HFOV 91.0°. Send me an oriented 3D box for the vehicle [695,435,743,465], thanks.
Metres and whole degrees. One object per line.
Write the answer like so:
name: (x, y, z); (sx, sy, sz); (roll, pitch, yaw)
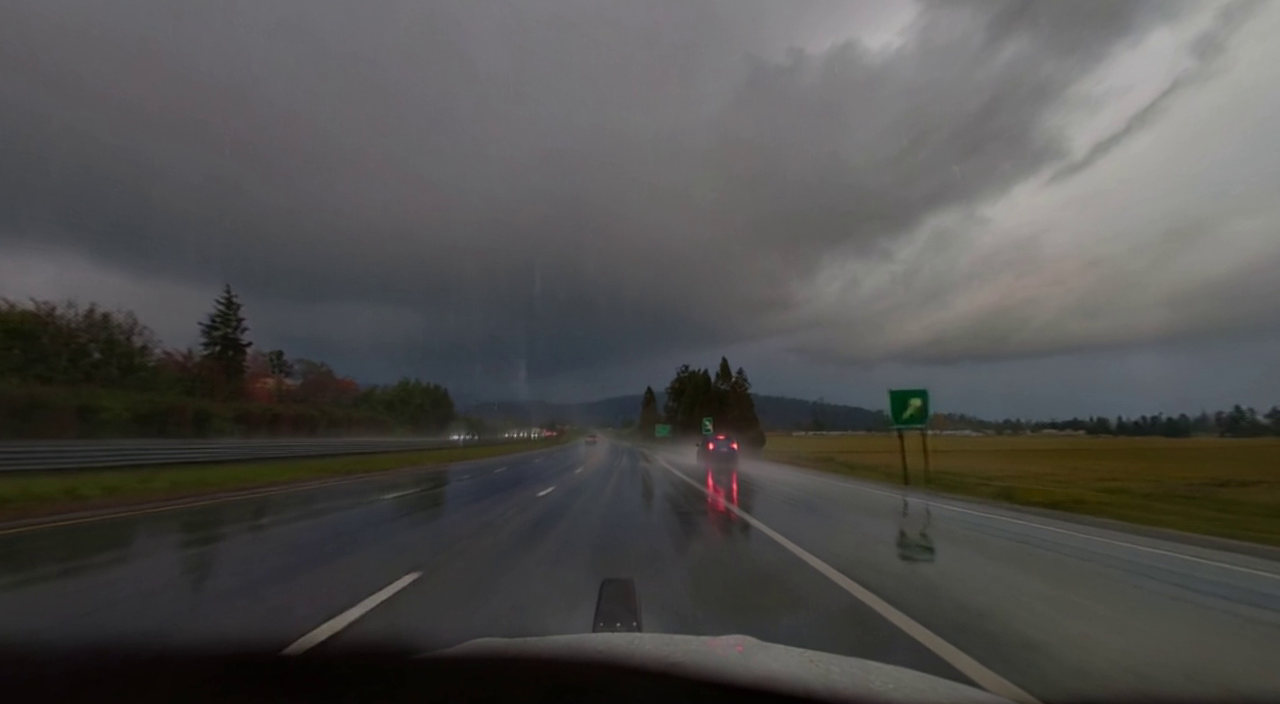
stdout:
vehicle: (4.429, 5.553, 35.924); (2.084, 1.614, 4.762); (0, -8, -1)
